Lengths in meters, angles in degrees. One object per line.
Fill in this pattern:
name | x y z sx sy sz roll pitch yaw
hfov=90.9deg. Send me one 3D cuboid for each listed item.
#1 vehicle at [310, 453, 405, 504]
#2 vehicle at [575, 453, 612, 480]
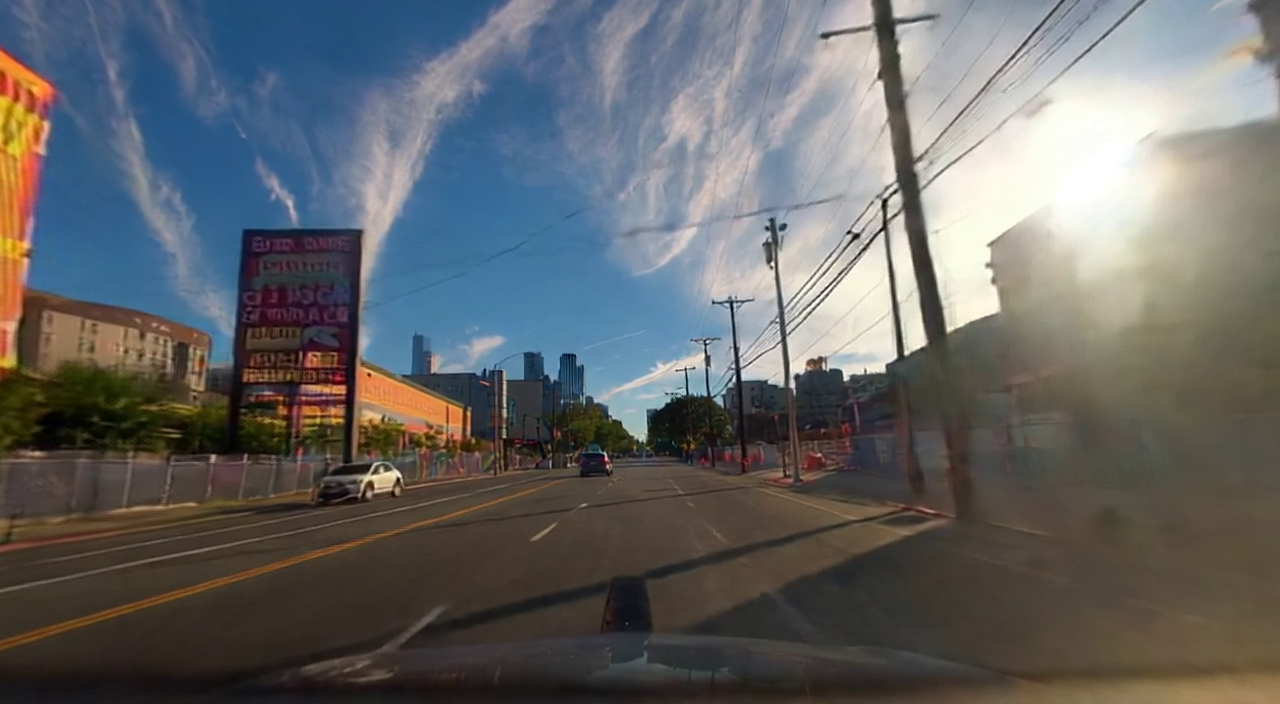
vehicle | -11.927 5.333 26.988 2.052 1.898 4.253 0 -9 1
vehicle | -2.973 7.448 41.097 2.036 1.589 4.549 0 -9 1
